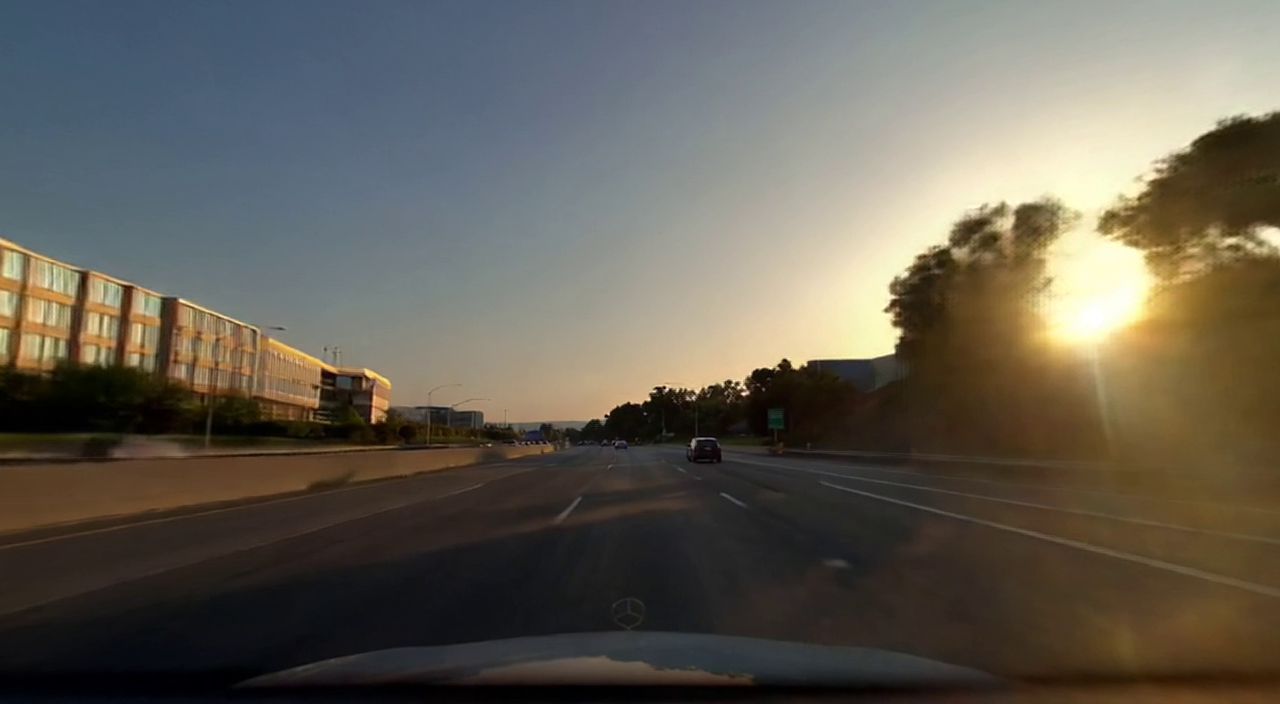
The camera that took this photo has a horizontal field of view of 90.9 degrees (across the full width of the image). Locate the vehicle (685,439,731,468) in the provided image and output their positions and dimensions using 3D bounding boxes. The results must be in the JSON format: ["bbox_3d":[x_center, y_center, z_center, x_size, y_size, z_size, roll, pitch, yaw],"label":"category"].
[{"bbox_3d":[3.626,5.529,34.446,1.926,1.477,4.025,0,-8,-2],"label":"vehicle"}]

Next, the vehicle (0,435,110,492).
[{"bbox_3d":[-19.504,3.453,19.708,1.939,1.625,4.523,0,-8,-1],"label":"vehicle"}]
